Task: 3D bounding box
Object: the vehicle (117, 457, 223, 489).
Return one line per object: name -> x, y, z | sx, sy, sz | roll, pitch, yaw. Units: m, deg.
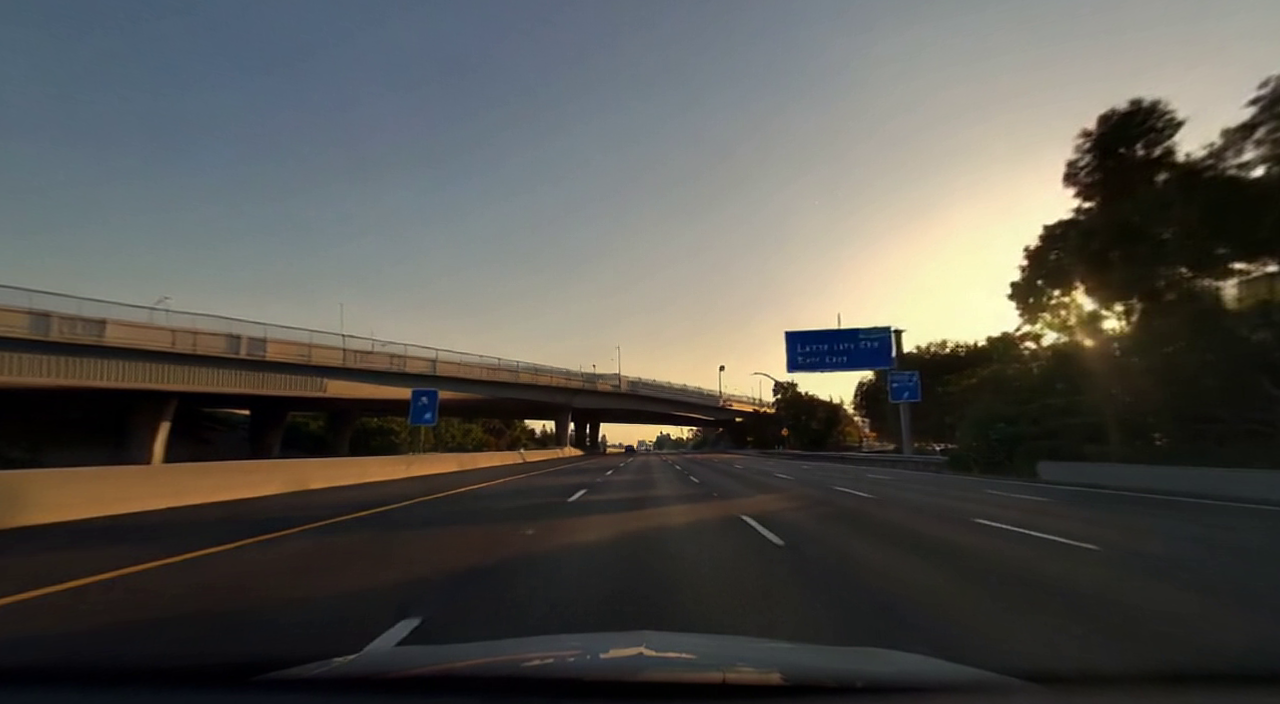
vehicle -> -25.286, 6.501, 34.156 | 1.963, 1.500, 4.793 | -1, -8, 1
